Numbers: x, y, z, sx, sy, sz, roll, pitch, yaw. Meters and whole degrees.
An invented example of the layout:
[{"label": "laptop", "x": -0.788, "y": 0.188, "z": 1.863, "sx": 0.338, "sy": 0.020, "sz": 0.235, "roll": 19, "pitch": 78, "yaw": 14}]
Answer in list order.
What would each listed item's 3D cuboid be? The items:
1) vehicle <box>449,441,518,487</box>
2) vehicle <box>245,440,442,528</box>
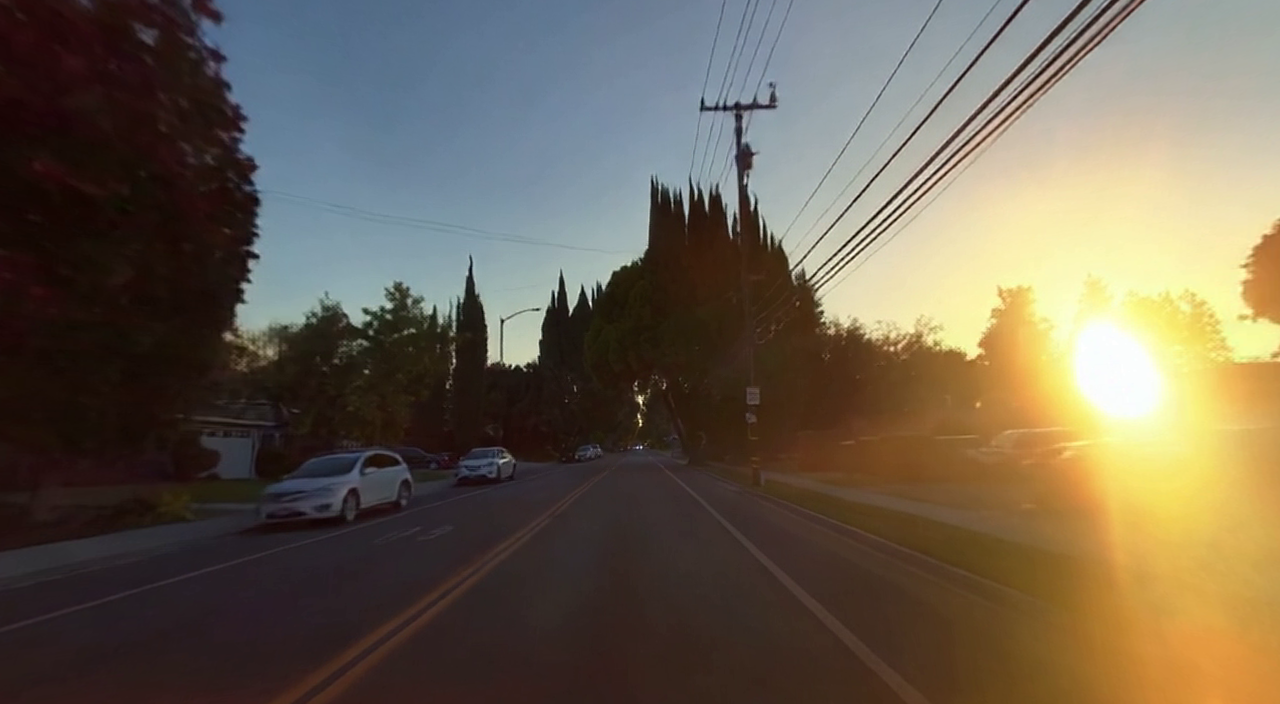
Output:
[{"label": "vehicle", "x": -6.711, "y": 4.831, "z": 27.557, "sx": 1.923, "sy": 1.687, "sz": 4.511, "roll": -4, "pitch": -9, "yaw": -1}, {"label": "vehicle", "x": -6.469, "y": 2.923, "z": 14.562, "sx": 2.129, "sy": 1.556, "sz": 4.778, "roll": -4, "pitch": -9, "yaw": 2}]
